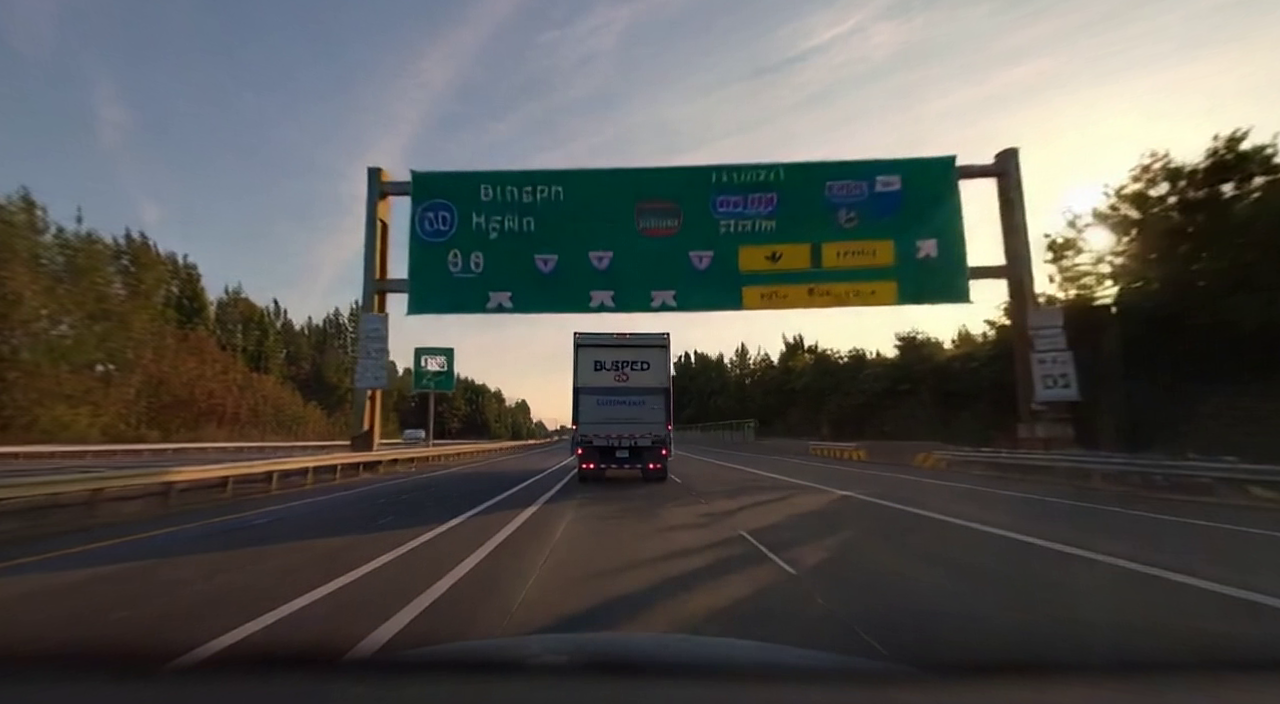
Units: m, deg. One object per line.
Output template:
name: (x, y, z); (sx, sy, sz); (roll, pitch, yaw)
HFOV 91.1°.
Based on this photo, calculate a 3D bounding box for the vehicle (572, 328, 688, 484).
vehicle: (-0.459, 1.899, 20.188); (2.870, 3.911, 8.697); (0, -8, -3)
